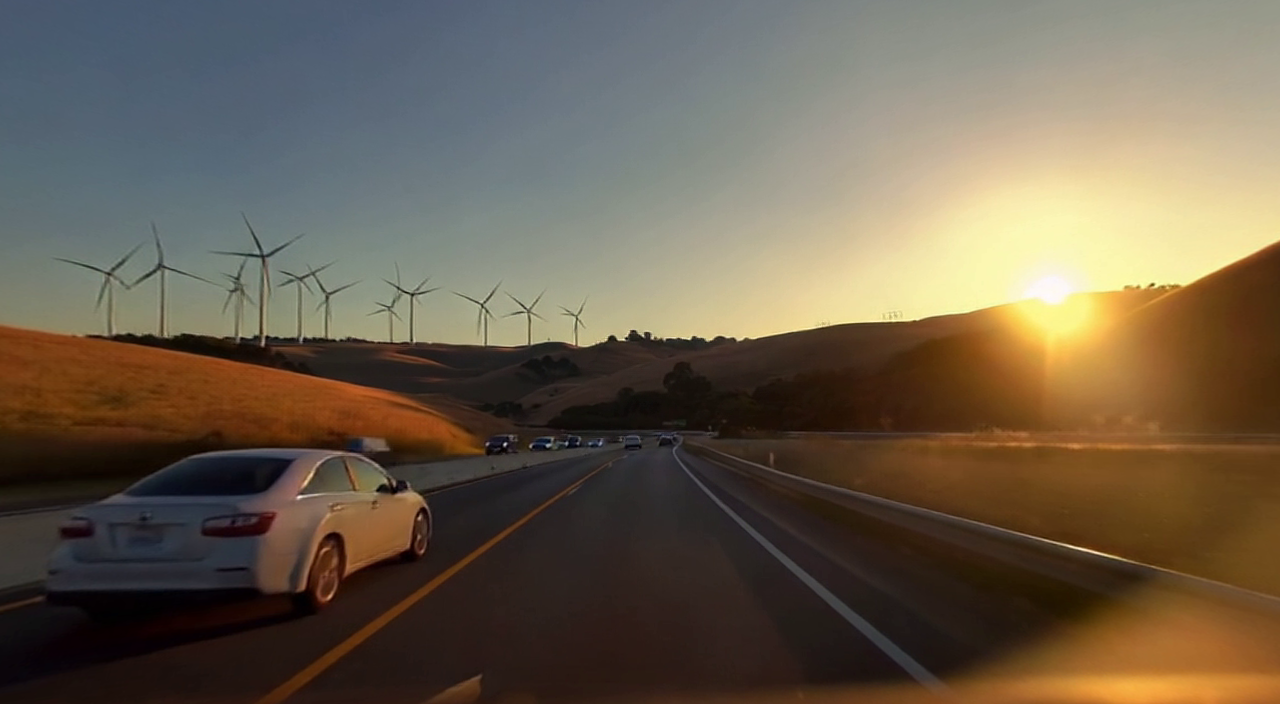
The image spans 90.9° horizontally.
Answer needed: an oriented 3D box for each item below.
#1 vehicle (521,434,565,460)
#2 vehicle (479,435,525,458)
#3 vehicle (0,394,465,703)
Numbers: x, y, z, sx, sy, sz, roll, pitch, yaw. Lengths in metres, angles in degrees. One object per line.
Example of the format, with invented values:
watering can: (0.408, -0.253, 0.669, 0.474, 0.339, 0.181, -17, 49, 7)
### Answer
vehicle: (-5.902, 5.828, 38.787, 1.888, 1.462, 4.428, 0, -8, 2)
vehicle: (-9.313, 6.400, 42.907, 2.046, 1.485, 3.990, 0, -8, 3)
vehicle: (-2.813, 1.167, 4.406, 1.918, 1.443, 4.422, 0, -8, 0)
